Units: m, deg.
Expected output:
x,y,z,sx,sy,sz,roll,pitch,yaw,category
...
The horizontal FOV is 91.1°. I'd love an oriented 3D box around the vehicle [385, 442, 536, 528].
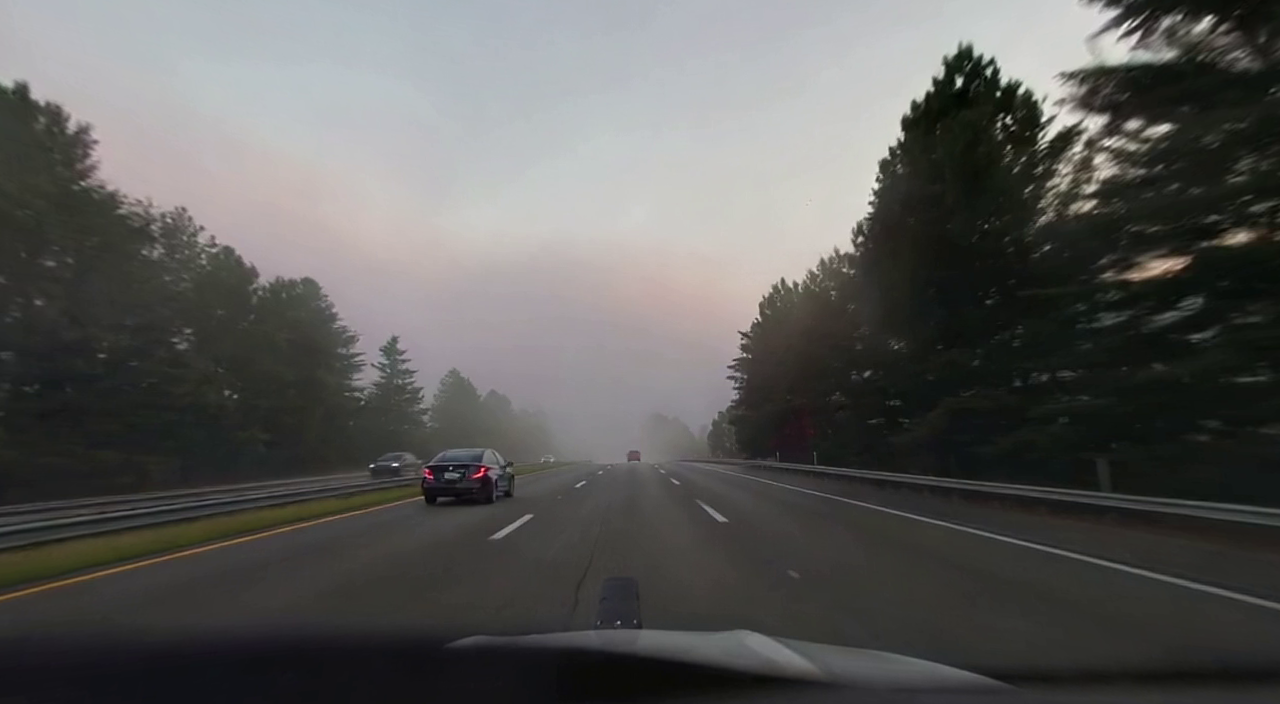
x,y,z,sx,sy,sz,roll,pitch,yaw,category
-3.497,2.649,13.127,1.970,1.492,3.944,0,-9,0,vehicle
